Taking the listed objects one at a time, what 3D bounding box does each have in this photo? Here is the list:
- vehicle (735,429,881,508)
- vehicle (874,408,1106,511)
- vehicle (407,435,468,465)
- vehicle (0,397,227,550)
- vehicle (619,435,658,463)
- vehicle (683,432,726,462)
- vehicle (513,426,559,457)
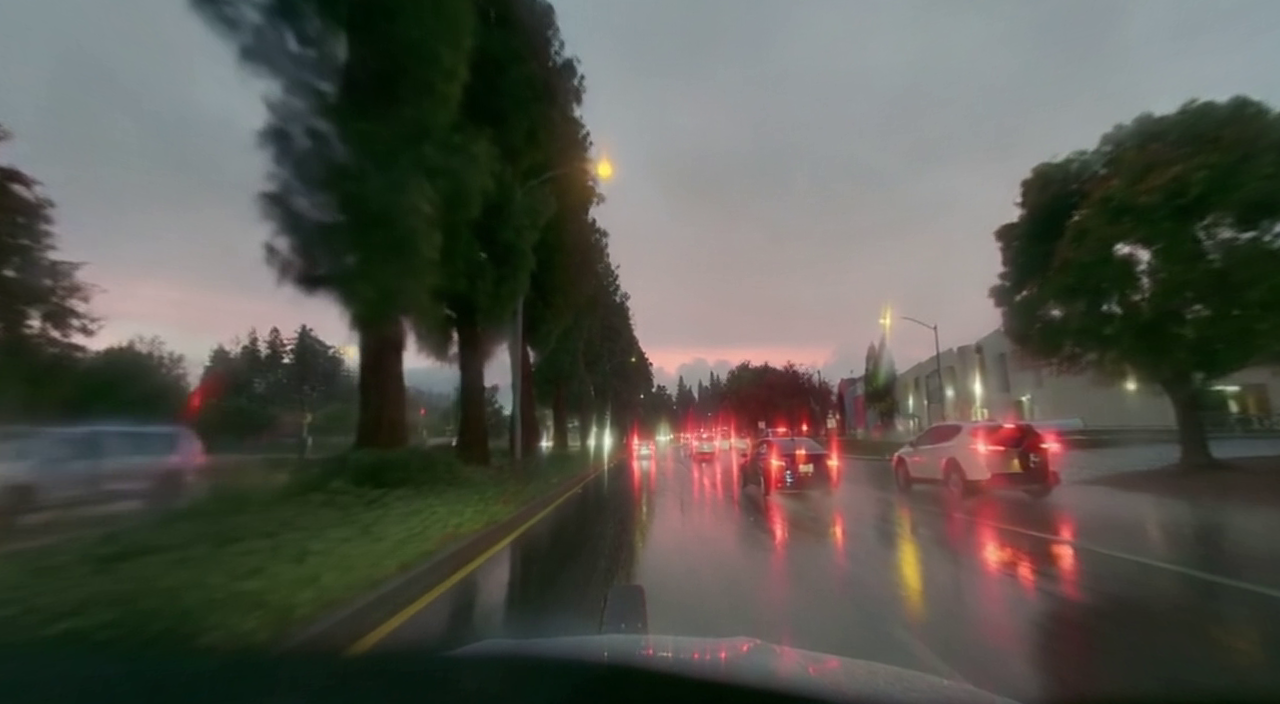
[{"bbox_3d":[3.535,2.558,14.258,2.010,1.490,4.639,0,-8,0],"label":"vehicle"},{"bbox_3d":[7.293,2.323,13.931,2.188,1.840,5.050,0,-8,0],"label":"vehicle"},{"bbox_3d":[-11.511,5.599,36.003,1.952,1.576,4.409,0,-8,1],"label":"vehicle"},{"bbox_3d":[-8.418,1.620,8.697,2.116,1.747,4.727,0,-8,0],"label":"vehicle"},{"bbox_3d":[-0.099,5.559,35.927,2.111,1.506,4.018,0,-8,0],"label":"vehicle"},{"bbox_3d":[3.907,5.834,38.710,2.130,1.718,4.310,0,-8,-1],"label":"vehicle"},{"bbox_3d":[-7.878,6.879,48.059,2.396,2.216,5.698,0,-8,2],"label":"vehicle"}]
